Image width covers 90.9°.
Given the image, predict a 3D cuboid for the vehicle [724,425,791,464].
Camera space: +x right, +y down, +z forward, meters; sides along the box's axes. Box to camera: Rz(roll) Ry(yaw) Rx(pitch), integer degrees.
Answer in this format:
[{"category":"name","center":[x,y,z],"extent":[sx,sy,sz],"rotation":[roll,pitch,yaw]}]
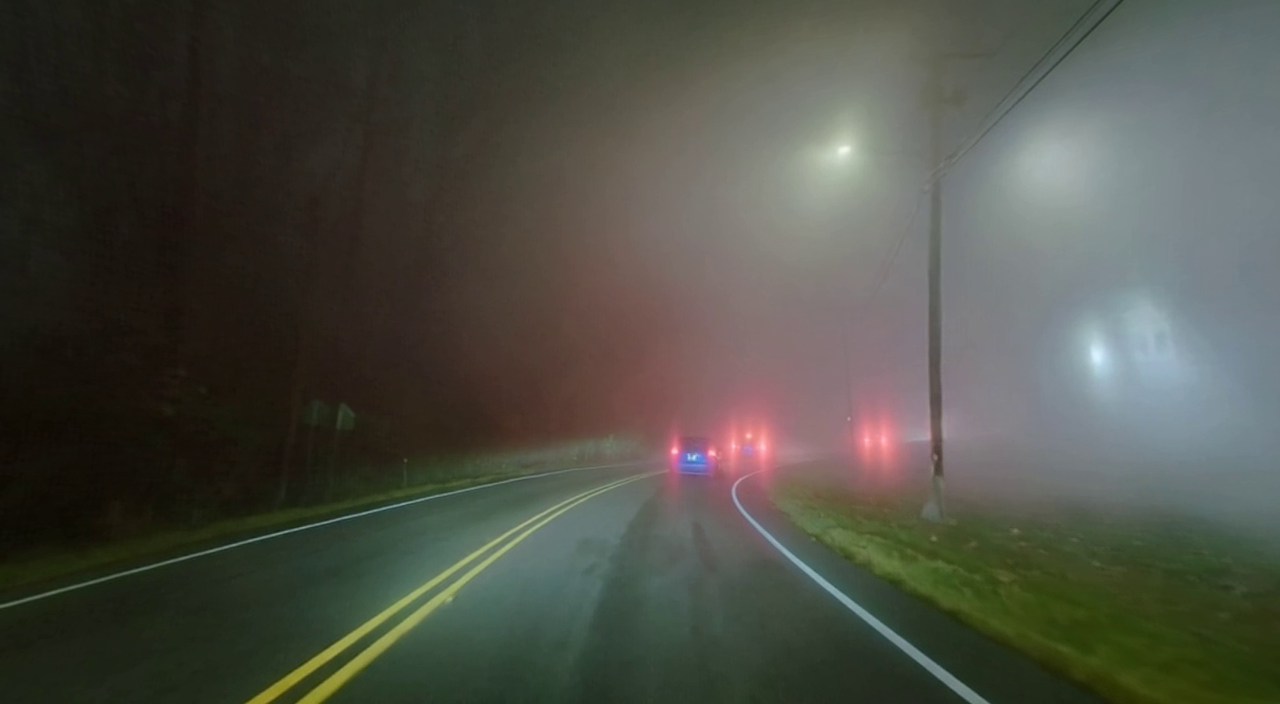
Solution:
[{"category":"vehicle","center":[7.297,5.665,38.503],"extent":[2.376,2.145,5.953],"rotation":[-4,-9,27]}]

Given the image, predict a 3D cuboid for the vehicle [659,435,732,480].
[{"category":"vehicle","center":[2.234,4.025,24.340],"extent":[2.157,1.565,4.243],"rotation":[-2,-9,14]}]
